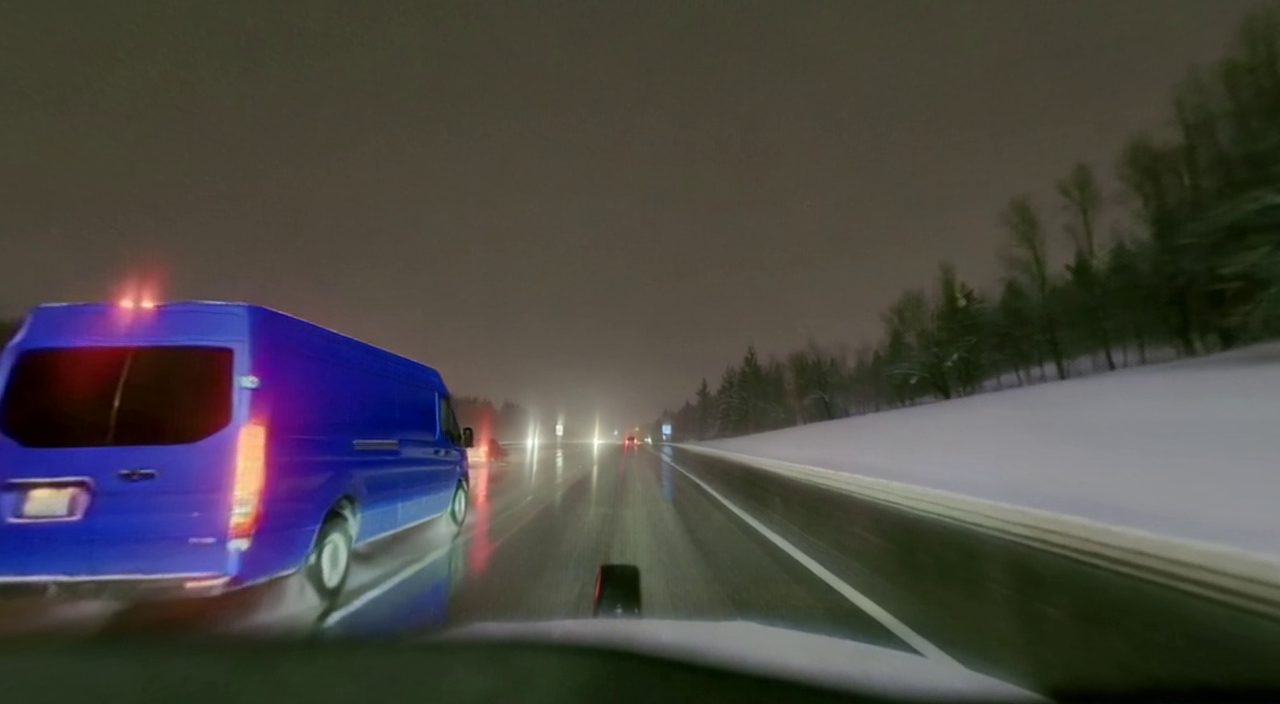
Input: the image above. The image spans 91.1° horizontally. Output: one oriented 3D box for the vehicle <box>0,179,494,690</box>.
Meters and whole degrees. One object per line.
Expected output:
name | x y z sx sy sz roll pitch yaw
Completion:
vehicle | -3.684 0.870 7.081 2.428 2.782 7.330 0 -8 -1
